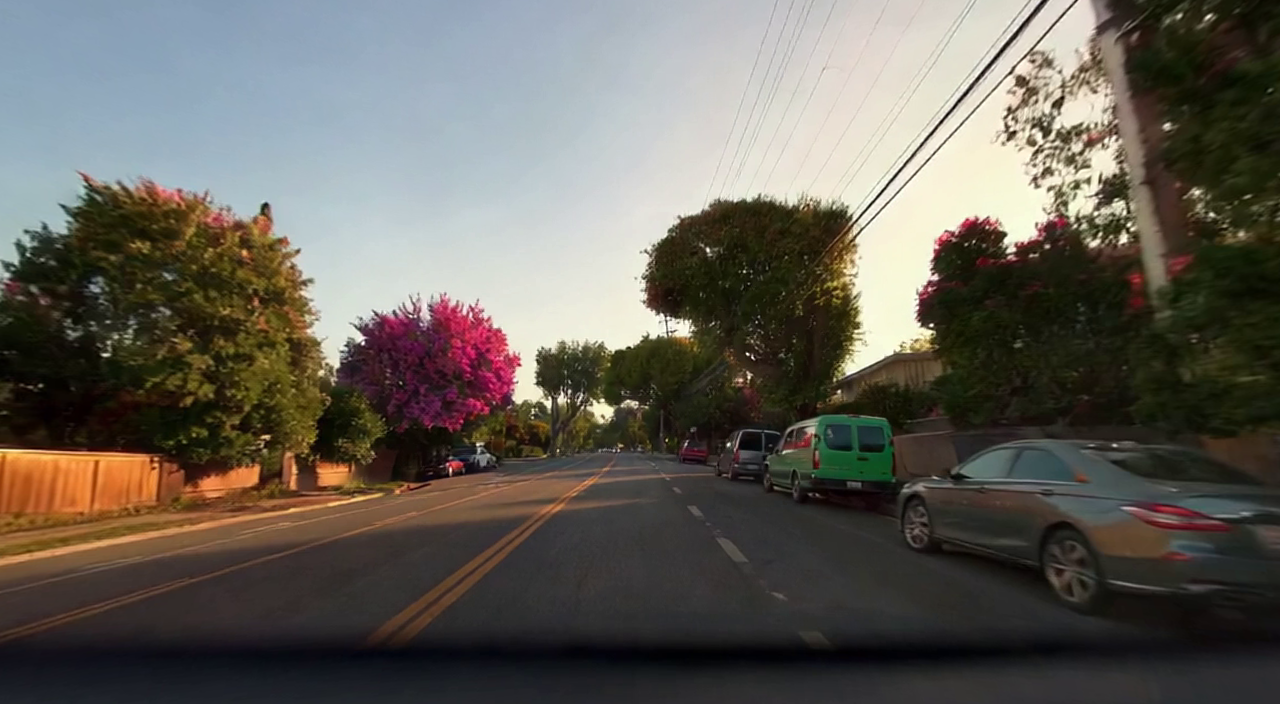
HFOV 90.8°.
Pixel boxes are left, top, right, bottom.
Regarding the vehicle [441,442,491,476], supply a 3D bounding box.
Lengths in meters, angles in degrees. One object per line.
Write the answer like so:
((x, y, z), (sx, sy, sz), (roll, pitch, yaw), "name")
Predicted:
((-13.364, 8.218, 48.960), (2.331, 2.265, 5.888), (-2, -7, -2), "vehicle")

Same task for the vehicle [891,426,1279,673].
((4.430, 1.559, 6.201), (1.989, 1.509, 4.418), (0, -9, -2), "vehicle")

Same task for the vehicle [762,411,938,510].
((5.278, 2.850, 17.046), (2.335, 2.193, 5.656), (1, -9, -5), "vehicle")

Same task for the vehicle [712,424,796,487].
((4.515, 4.261, 26.340), (2.578, 2.248, 7.011), (-1, -9, 3), "vehicle")

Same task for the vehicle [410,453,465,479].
((-13.406, 7.548, 42.109), (2.041, 1.573, 4.575), (0, -9, 1), "vehicle")
